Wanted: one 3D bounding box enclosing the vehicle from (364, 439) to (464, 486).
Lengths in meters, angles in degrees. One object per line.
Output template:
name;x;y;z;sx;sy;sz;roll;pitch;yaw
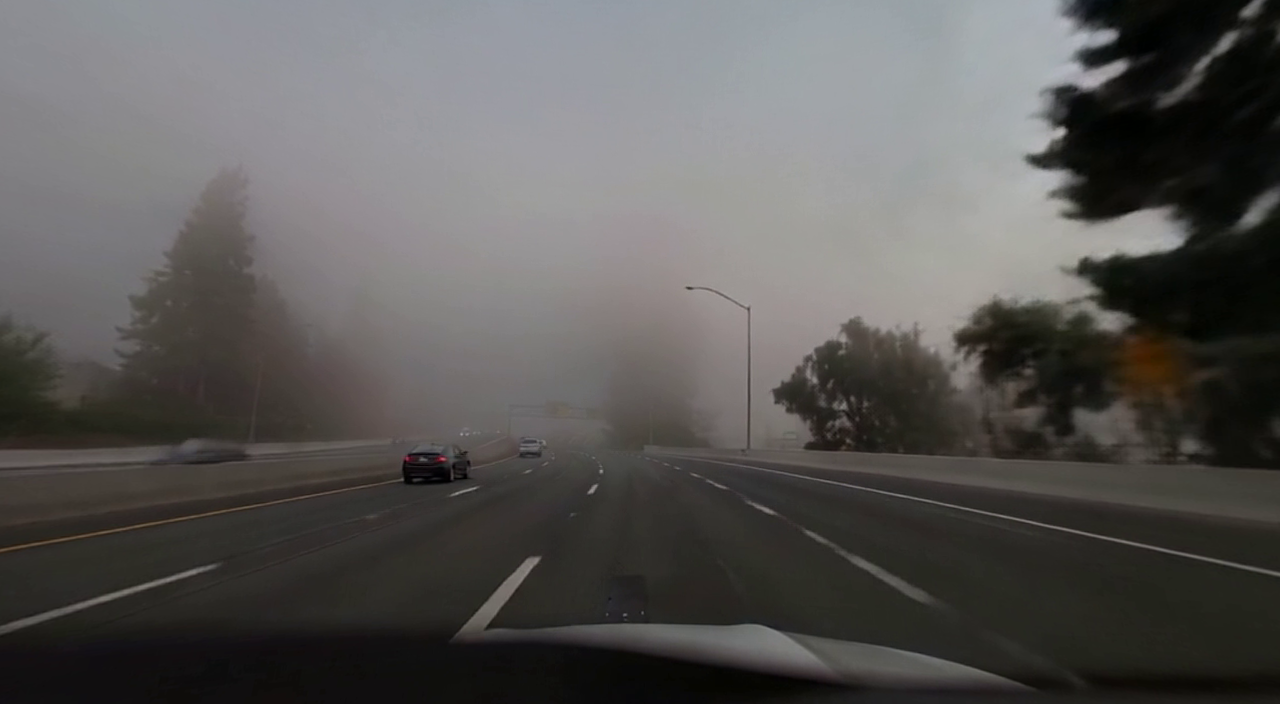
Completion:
vehicle;-7.933;3.898;22.606;2.025;1.494;4.495;0;-8;-2
